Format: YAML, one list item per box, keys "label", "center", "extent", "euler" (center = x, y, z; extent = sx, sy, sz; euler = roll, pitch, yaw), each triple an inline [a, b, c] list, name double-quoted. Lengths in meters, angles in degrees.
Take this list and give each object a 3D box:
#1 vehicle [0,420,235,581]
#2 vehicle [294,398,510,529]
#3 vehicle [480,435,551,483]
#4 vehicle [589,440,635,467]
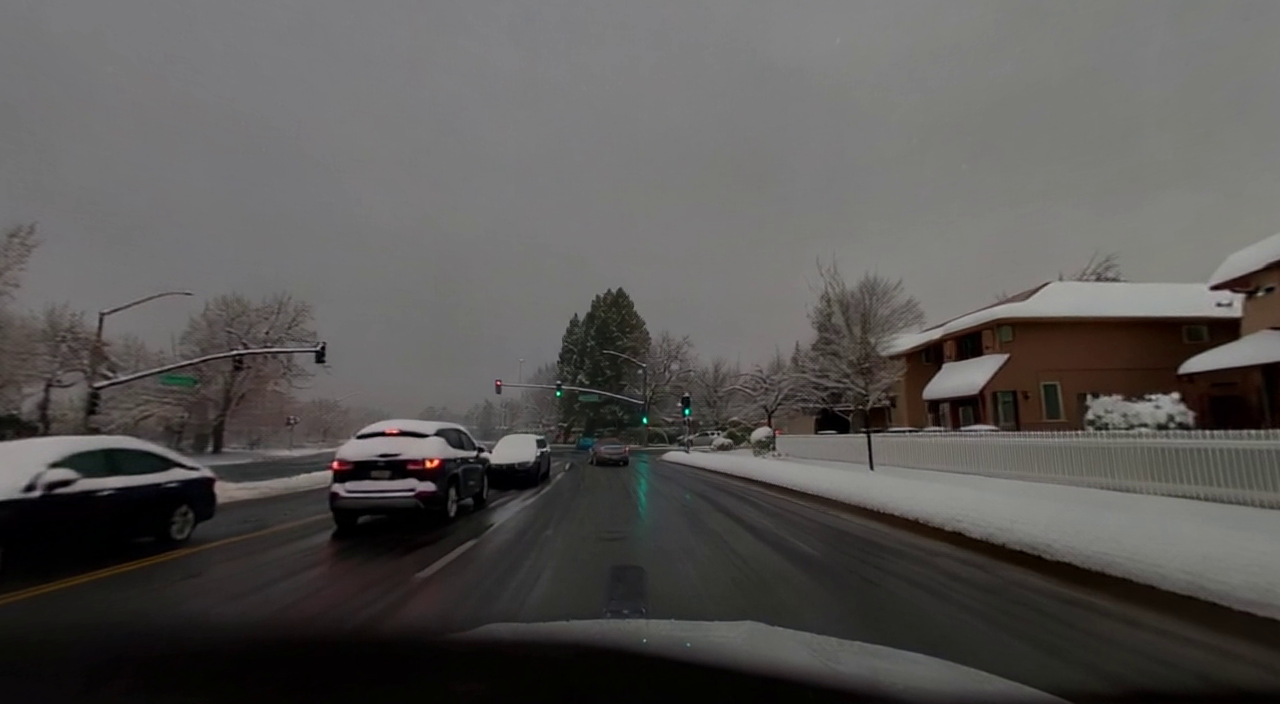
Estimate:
- label: "vehicle"
  center: [-6.958, 1.544, 6.910]
  extent: [1.984, 1.479, 4.816]
  euler: [-1, -8, -2]
- label: "vehicle"
  center: [-4.014, 1.979, 11.786]
  extent: [2.144, 1.877, 4.899]
  euler: [-1, -8, 0]
- label: "vehicle"
  center: [-4.201, 3.646, 21.840]
  extent: [1.709, 1.425, 4.337]
  euler: [-1, -8, -2]
- label: "vehicle"
  center: [-1.494, 5.116, 32.054]
  extent: [2.131, 1.222, 3.868]
  euler: [0, -8, -6]
